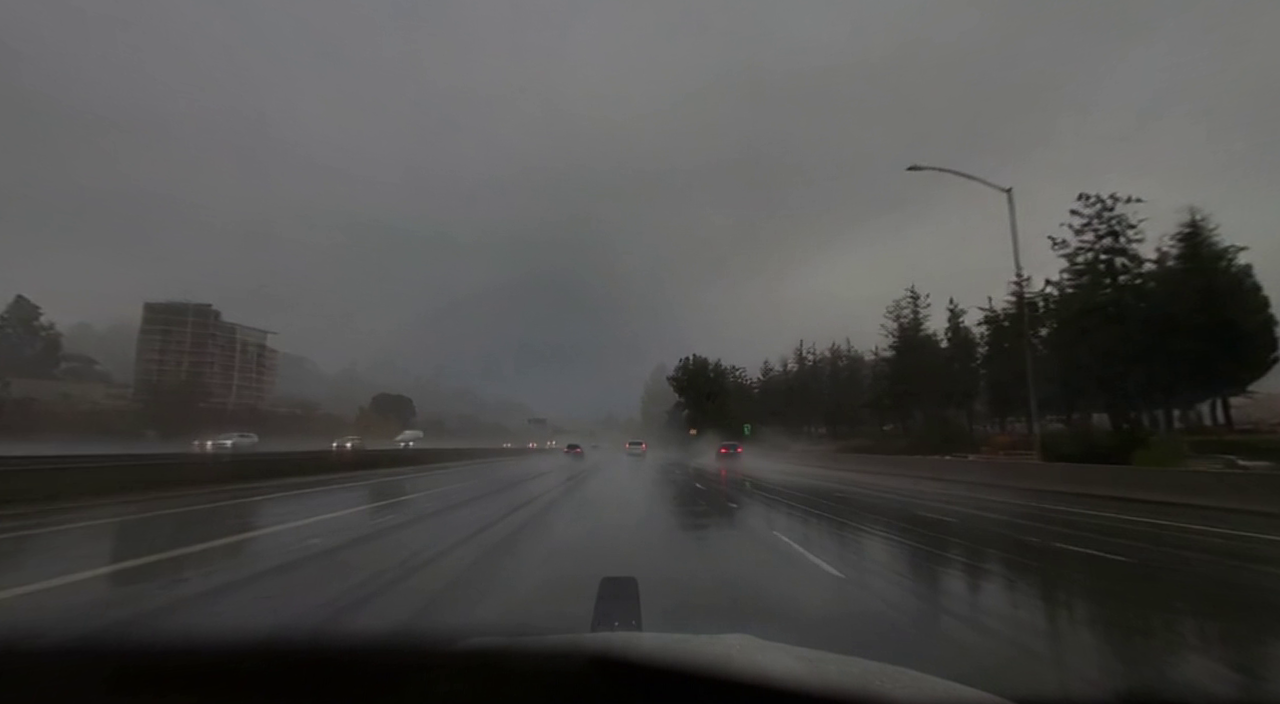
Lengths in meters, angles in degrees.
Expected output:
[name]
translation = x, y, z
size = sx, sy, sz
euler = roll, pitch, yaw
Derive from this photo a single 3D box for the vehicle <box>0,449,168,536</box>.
[vehicle]
translation = -11.456, 2.517, 11.627
size = 1.983, 1.381, 4.464
euler = -1, -8, 2
